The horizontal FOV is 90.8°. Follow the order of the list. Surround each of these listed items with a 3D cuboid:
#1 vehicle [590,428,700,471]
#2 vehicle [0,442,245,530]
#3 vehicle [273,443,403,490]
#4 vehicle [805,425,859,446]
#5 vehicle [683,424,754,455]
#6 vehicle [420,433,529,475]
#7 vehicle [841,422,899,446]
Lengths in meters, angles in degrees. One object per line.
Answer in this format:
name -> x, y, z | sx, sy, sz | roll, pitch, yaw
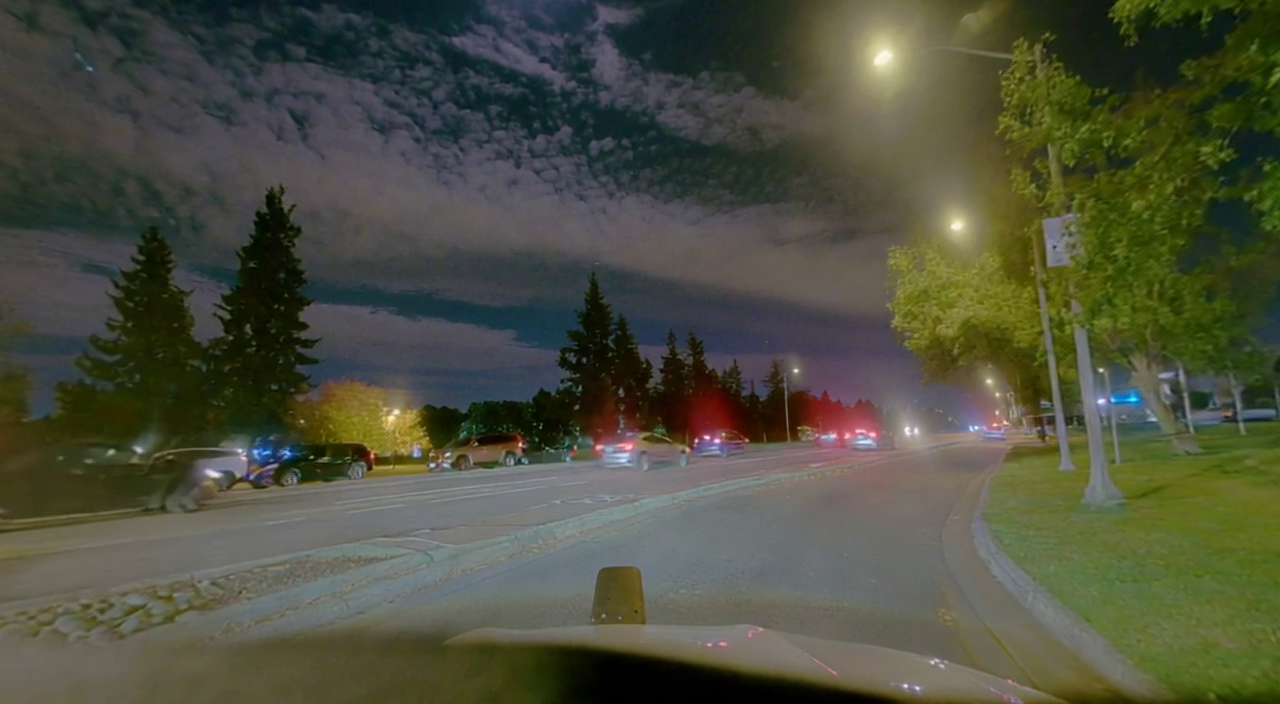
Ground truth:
vehicle -> 0.342, 4.081, 26.722 | 2.040, 1.625, 5.119 | -5, -10, 36
vehicle -> -11.263, 2.644, 13.009 | 2.146, 1.555, 4.810 | -8, -11, 41
vehicle -> -12.311, 4.614, 25.990 | 1.904, 1.719, 4.326 | -6, -10, 37
vehicle -> 14.816, 6.427, 48.603 | 2.218, 1.466, 5.191 | -5, -9, 37
vehicle -> 5.240, 5.720, 41.405 | 2.195, 1.909, 5.353 | -5, -10, 37
vehicle -> -8.215, 5.050, 31.729 | 2.134, 1.924, 4.911 | -7, -10, 41
vehicle -> 16.594, 5.915, 45.446 | 1.949, 1.640, 5.372 | -7, -10, 42
